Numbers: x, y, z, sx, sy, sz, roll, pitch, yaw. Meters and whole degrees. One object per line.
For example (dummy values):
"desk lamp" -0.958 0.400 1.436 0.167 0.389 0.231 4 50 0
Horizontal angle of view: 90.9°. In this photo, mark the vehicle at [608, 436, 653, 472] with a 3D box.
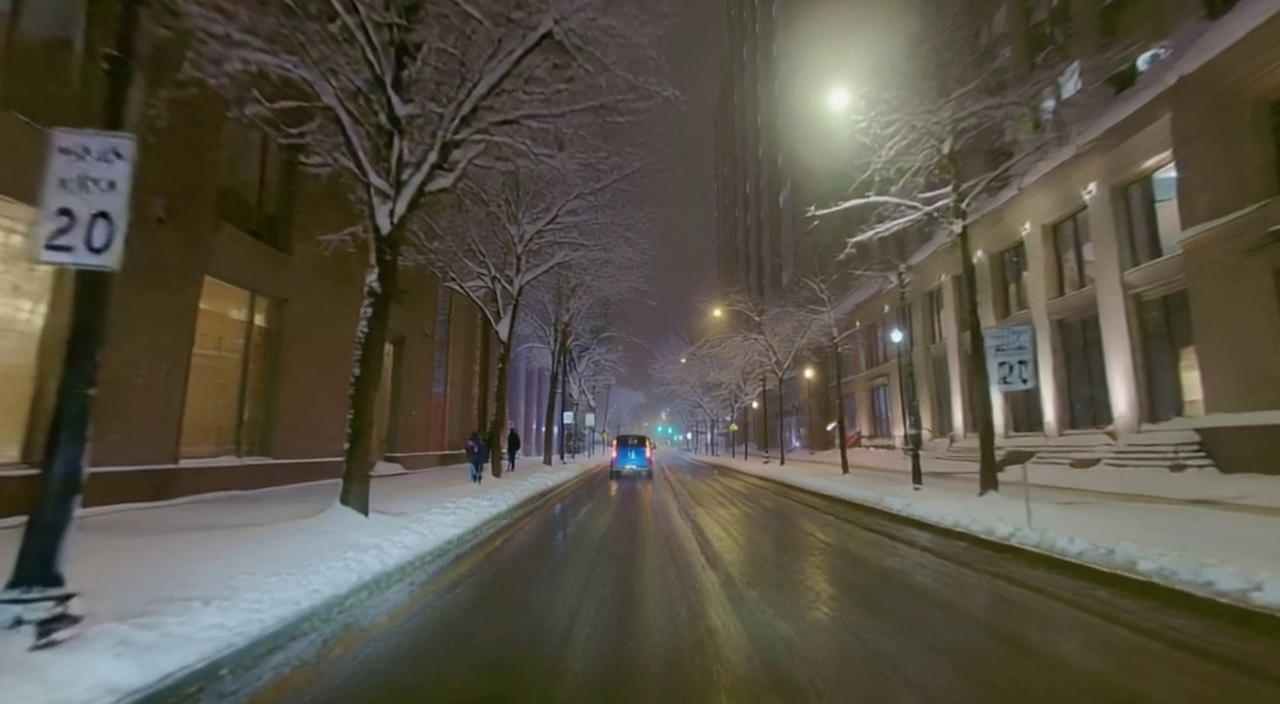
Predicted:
"vehicle" -0.477 5.044 31.329 2.079 1.621 3.861 0 -9 -1
